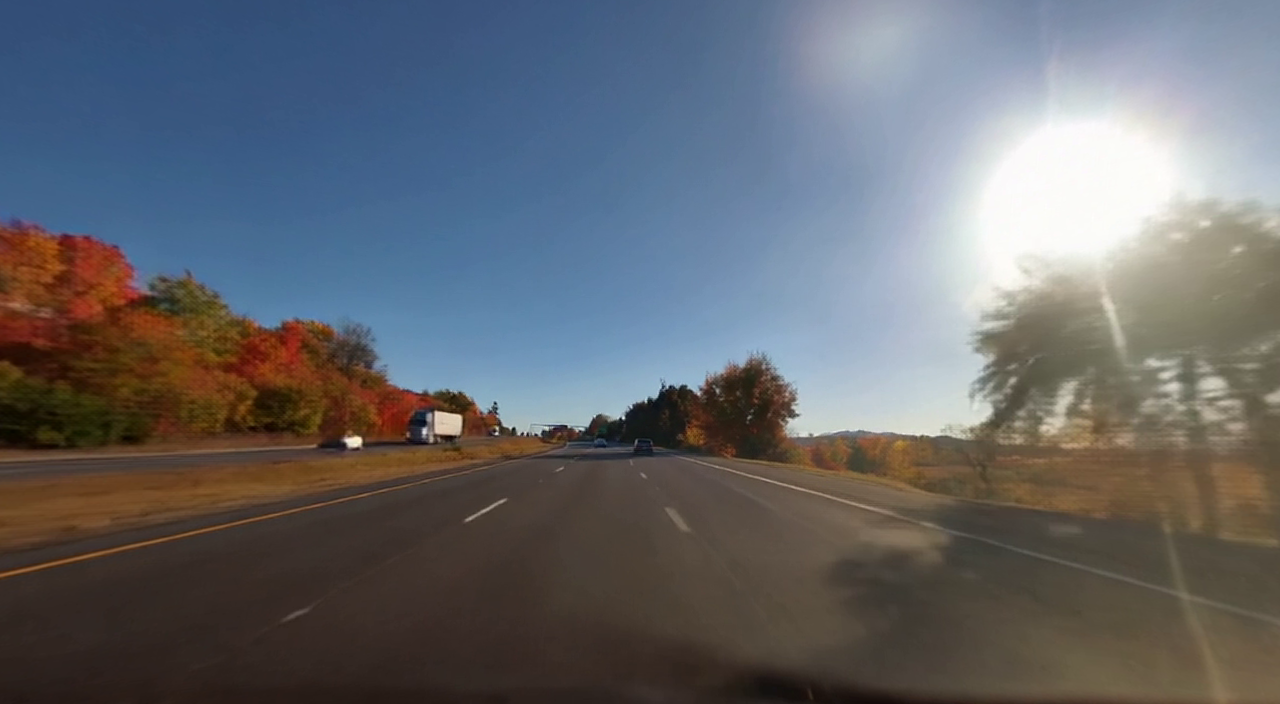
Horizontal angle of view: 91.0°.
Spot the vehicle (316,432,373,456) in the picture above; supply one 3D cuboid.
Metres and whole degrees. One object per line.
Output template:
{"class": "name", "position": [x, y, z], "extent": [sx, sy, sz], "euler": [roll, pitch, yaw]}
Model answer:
{"class": "vehicle", "position": [-19.108, 5.975, 40.887], "extent": [1.737, 1.473, 4.119], "euler": [0, -8, -1]}
